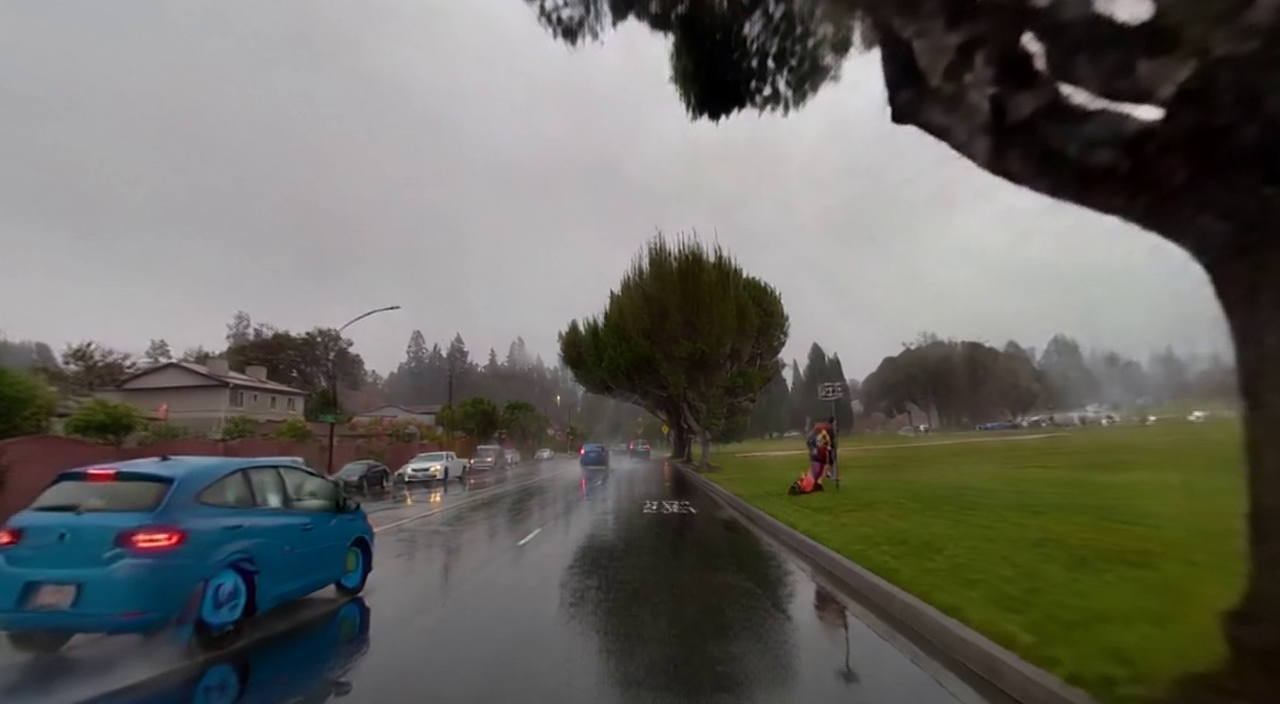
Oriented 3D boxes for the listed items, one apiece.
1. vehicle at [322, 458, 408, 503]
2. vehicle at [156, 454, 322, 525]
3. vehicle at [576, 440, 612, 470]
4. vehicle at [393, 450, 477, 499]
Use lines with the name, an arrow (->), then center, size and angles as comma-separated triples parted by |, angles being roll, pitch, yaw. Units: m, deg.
vehicle -> -12.172, 5.676, 28.111 | 1.910, 1.462, 4.581 | -4, -7, -2
vehicle -> -12.110, 4.116, 19.474 | 1.904, 1.728, 4.997 | 1, -8, -1
vehicle -> -2.921, 6.647, 40.588 | 1.908, 1.809, 4.230 | -1, -8, 1
vehicle -> -8.950, 5.360, 27.929 | 2.019, 1.907, 4.697 | 0, -8, 1
